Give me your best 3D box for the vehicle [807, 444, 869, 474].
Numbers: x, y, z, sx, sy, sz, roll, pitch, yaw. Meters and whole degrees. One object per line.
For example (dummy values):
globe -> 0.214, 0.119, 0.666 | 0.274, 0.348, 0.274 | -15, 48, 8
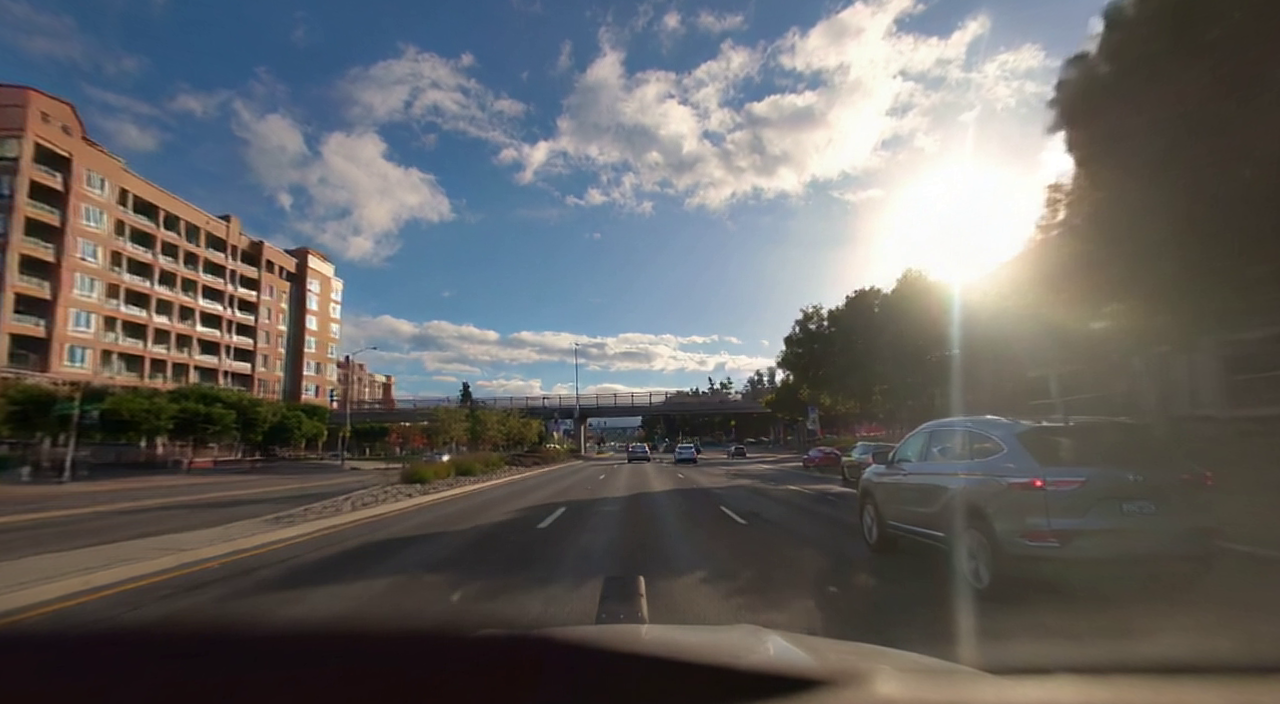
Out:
vehicle -> 10.382, 5.644, 33.518 | 1.888, 1.468, 4.175 | 0, -8, -1

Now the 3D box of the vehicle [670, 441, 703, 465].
vehicle -> 3.472, 7.681, 48.106 | 2.165, 1.708, 3.928 | 0, -8, -1

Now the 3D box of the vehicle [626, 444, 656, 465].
vehicle -> 0.068, 7.777, 48.220 | 2.173, 1.498, 4.528 | 0, -8, 0

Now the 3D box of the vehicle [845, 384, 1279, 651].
vehicle -> 3.953, 1.427, 6.551 | 2.130, 1.741, 4.665 | 0, -8, 1
